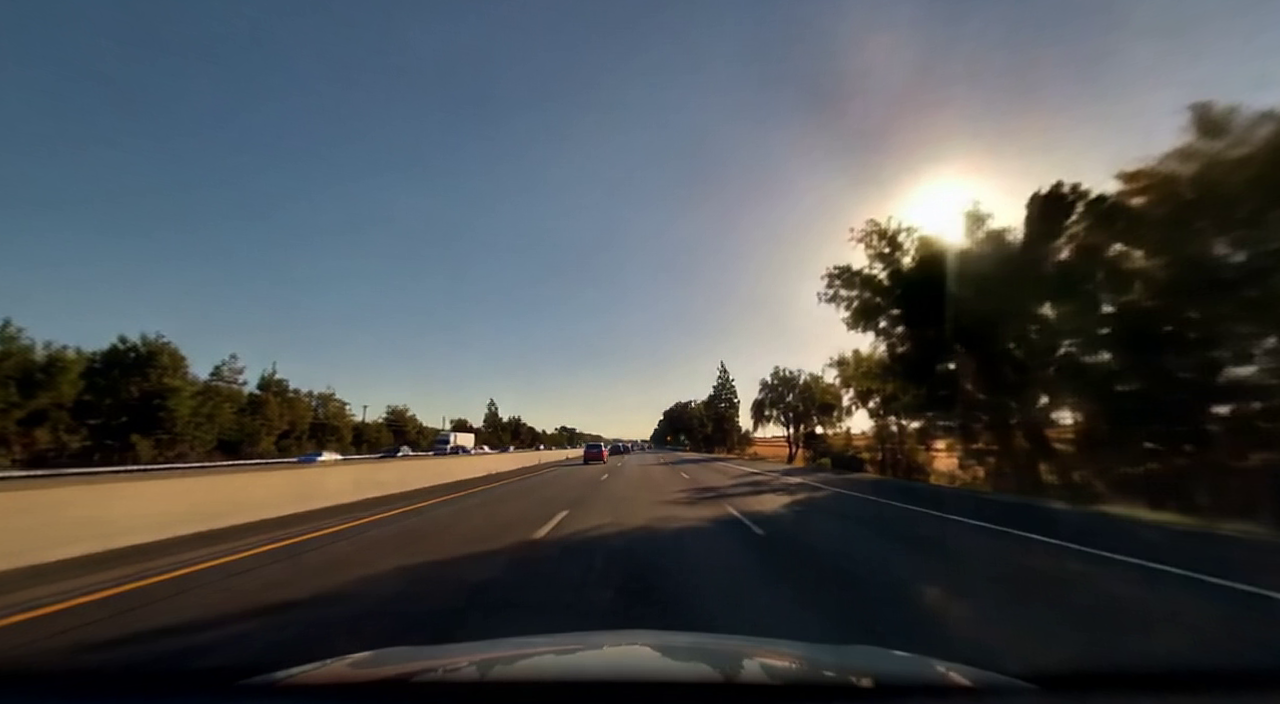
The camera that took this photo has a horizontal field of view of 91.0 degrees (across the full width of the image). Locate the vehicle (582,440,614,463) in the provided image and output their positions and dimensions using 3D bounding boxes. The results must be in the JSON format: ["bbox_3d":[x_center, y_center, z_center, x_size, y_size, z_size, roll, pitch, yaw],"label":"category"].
[{"bbox_3d":[-3.231,7.741,49.046,2.166,1.723,4.267,0,-9,1],"label":"vehicle"}]
